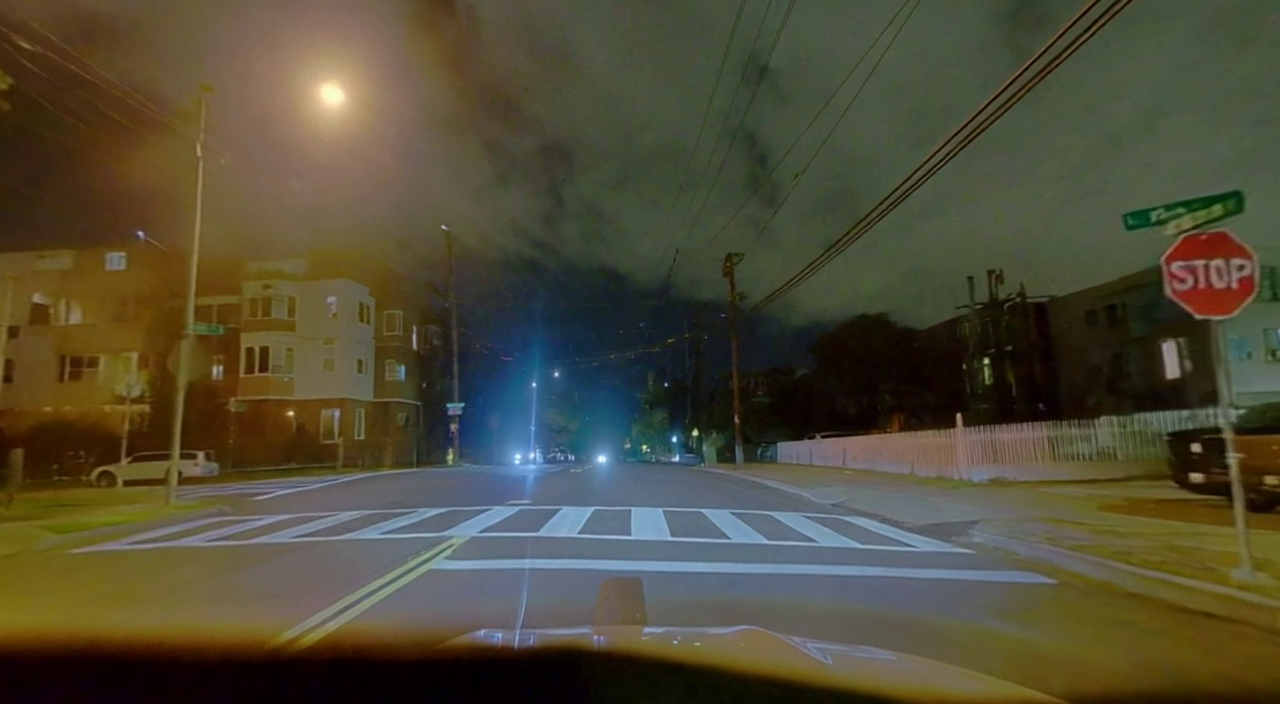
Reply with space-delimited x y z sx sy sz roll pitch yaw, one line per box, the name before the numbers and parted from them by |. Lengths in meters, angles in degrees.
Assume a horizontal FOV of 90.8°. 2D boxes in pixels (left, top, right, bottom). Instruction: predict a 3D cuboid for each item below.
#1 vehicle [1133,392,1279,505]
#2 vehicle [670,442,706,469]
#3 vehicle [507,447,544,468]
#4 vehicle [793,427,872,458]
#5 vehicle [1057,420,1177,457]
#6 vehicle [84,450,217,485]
vehicle | 11.493 1.634 10.857 4.451 1.707 1.989 0 -8 -5
vehicle | 3.251 7.084 43.484 1.993 1.755 4.256 0 -8 -2
vehicle | -8.532 7.921 47.541 2.066 1.472 4.353 0 -8 -2
vehicle | 11.270 5.292 36.879 4.509 1.664 1.981 6 -10 -34
vehicle | 22.402 4.094 29.800 4.002 1.505 2.061 -1 -10 -5
vehicle | -22.213 5.247 28.794 4.424 1.486 1.814 0 -8 -2
